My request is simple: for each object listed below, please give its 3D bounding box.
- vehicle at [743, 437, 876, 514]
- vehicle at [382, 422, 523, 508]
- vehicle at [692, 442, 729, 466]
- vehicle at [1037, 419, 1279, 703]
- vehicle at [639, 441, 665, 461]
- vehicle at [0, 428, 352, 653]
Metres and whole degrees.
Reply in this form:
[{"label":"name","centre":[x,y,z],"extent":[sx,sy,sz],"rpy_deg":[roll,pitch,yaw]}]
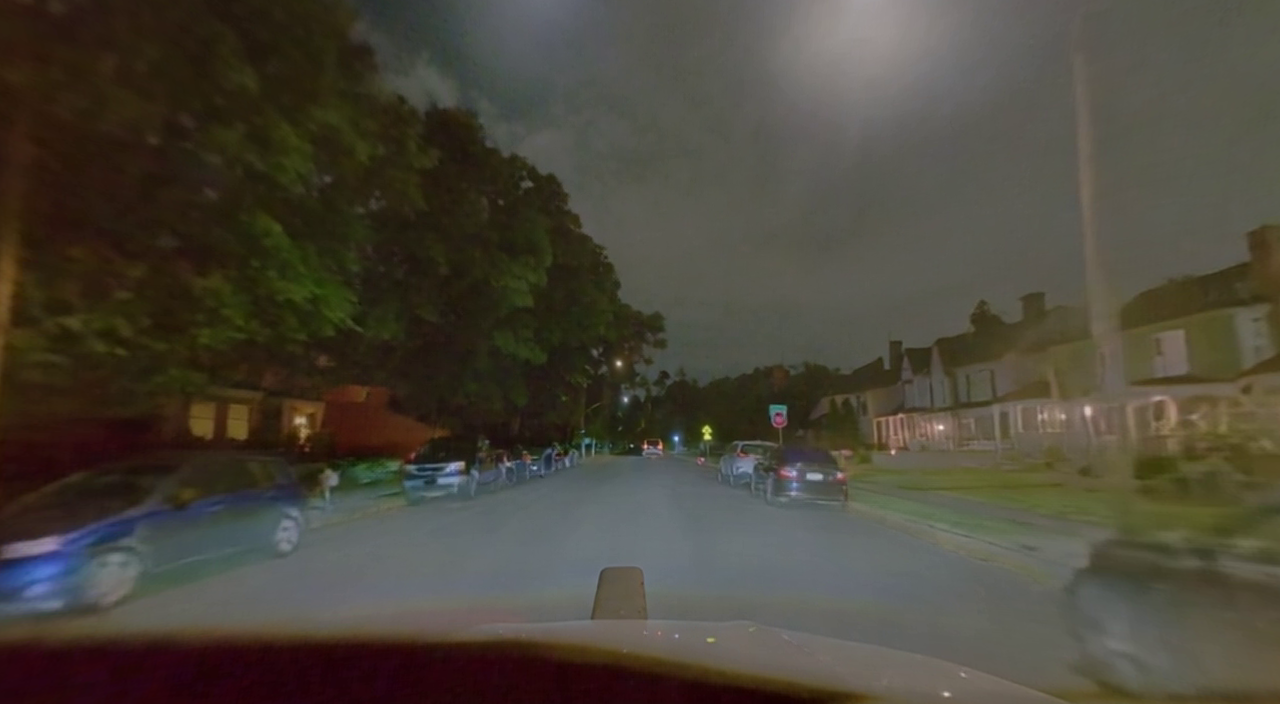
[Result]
[{"label":"vehicle","centre":[3.759,2.809,14.901],"extent":[1.987,1.518,4.686],"rpy_deg":[0,-8,2]},{"label":"vehicle","centre":[-4.685,2.899,16.612],"extent":[2.162,1.857,4.758],"rpy_deg":[2,-8,1]},{"label":"vehicle","centre":[4.528,6.609,40.817],"extent":[1.876,1.477,4.324],"rpy_deg":[0,-8,0]},{"label":"vehicle","centre":[3.600,0.937,1.883],"extent":[1.871,1.514,4.553],"rpy_deg":[0,-8,1]},{"label":"vehicle","centre":[0.944,7.795,49.636],"extent":[2.010,1.499,4.107],"rpy_deg":[0,-8,1]},{"label":"vehicle","centre":[-5.198,1.616,6.713],"extent":[1.872,1.515,4.535],"rpy_deg":[1,-8,3]}]
